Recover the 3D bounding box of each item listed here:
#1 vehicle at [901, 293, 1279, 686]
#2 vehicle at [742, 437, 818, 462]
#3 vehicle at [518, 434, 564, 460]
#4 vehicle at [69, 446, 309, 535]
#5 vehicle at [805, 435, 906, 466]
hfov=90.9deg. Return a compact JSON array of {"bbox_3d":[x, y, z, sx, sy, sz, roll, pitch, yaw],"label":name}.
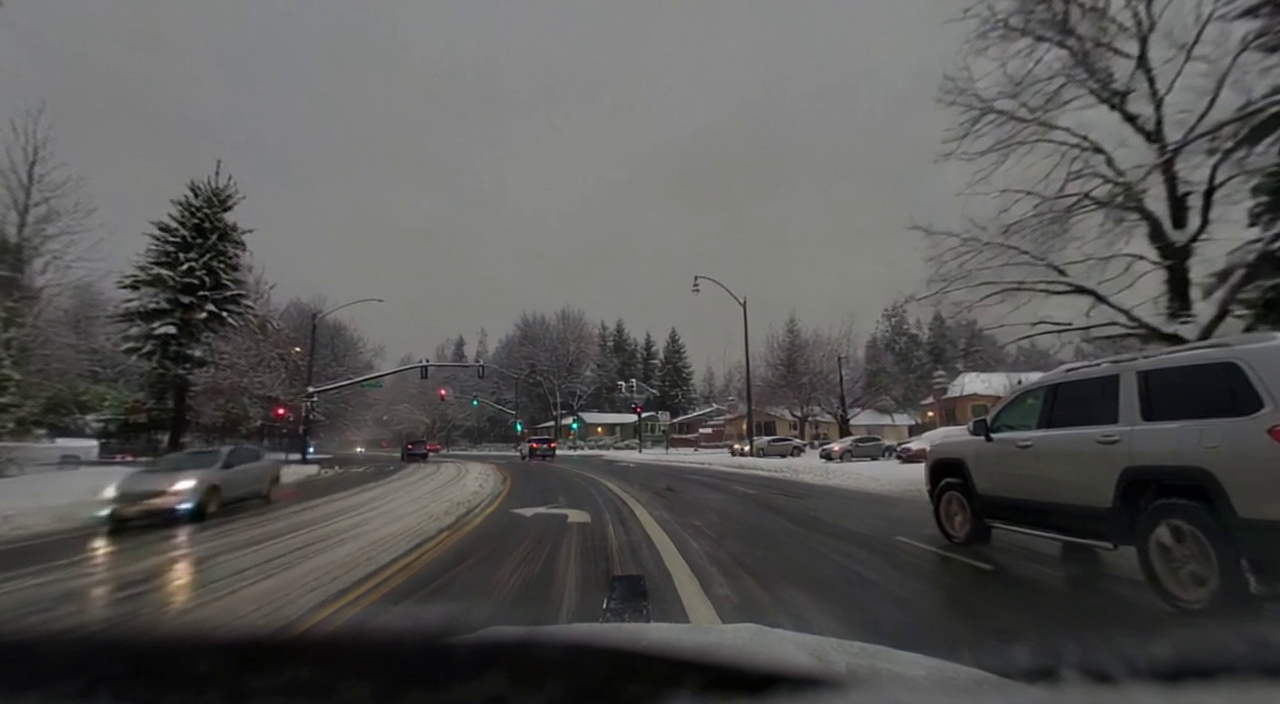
[{"bbox_3d":[4.579,1.024,5.341,2.338,2.063,5.592,0,-8,0],"label":"vehicle"},{"bbox_3d":[8.783,6.114,39.717,4.169,1.527,2.053,2,-9,-15],"label":"vehicle"},{"bbox_3d":[-7.067,6.696,44.562,2.138,1.729,4.178,4,-9,-24],"label":"vehicle"},{"bbox_3d":[-8.770,2.670,12.908,2.090,1.446,4.483,1,-9,-8],"label":"vehicle"},{"bbox_3d":[10.844,4.944,31.740,4.426,1.461,1.996,2,-9,-17],"label":"vehicle"}]
